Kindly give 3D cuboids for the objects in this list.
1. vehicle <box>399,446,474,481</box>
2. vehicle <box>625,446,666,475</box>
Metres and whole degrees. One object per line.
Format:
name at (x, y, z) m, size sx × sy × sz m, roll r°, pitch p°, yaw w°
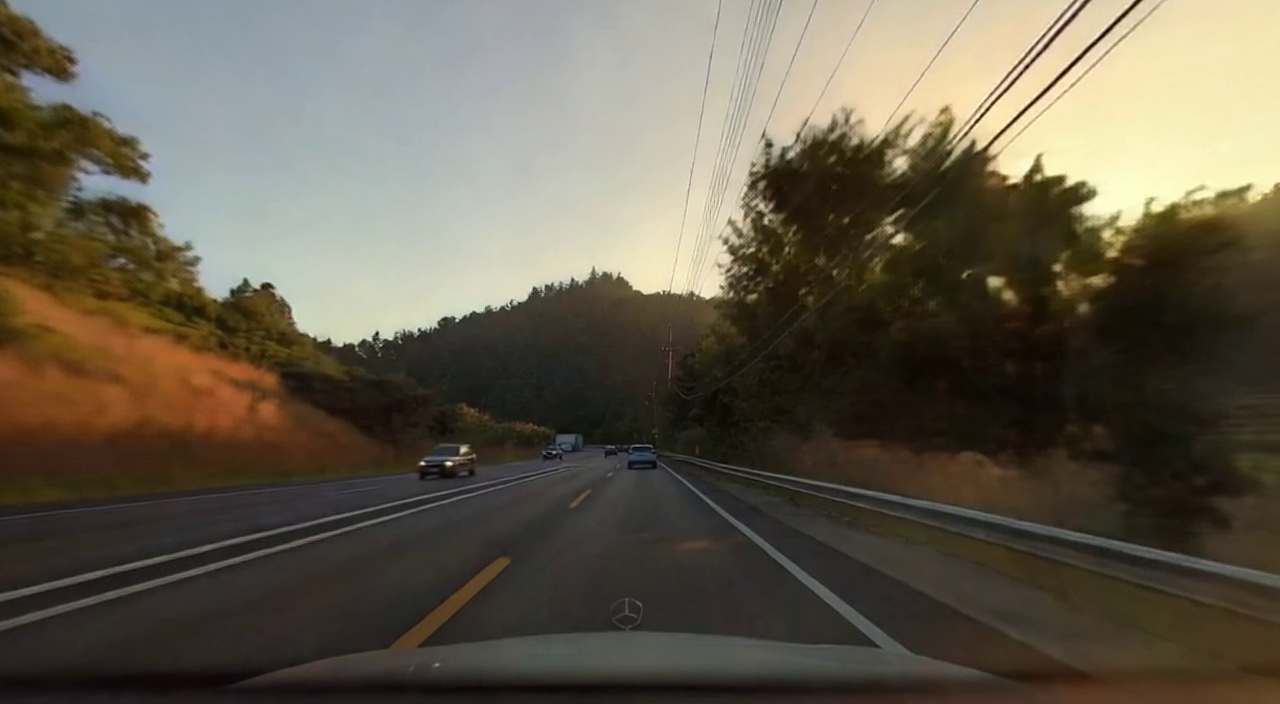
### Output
vehicle at (-9.496, 5.239, 29.870) m, size 1.958 × 1.515 × 4.791 m, roll 0°, pitch -9°, yaw 0°
vehicle at (0.267, 5.945, 34.565) m, size 2.080 × 1.486 × 3.813 m, roll 0°, pitch -9°, yaw 0°
